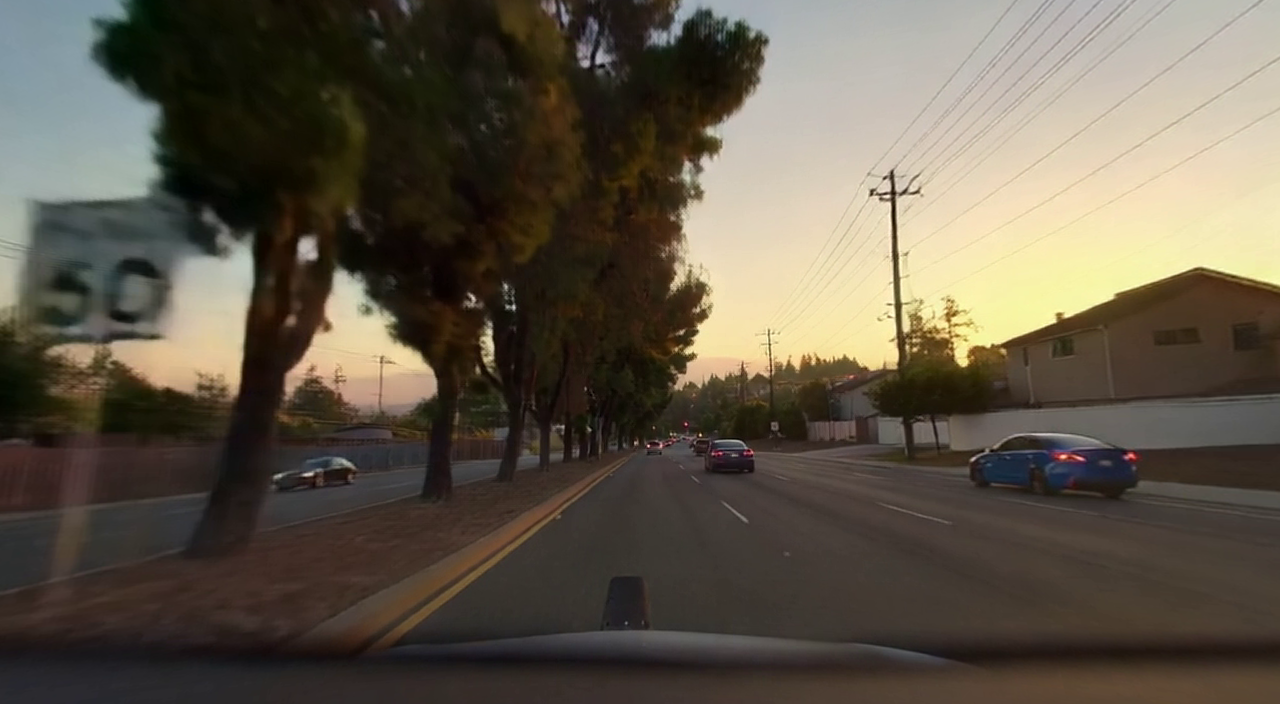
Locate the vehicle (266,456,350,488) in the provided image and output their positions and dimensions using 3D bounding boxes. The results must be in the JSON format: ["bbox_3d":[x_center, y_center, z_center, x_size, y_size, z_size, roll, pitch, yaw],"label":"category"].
[{"bbox_3d":[-17.444,6.282,33.383,1.952,1.468,4.487,0,-8,1],"label":"vehicle"}]

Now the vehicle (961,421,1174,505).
[{"bbox_3d":[9.884,2.611,15.159,1.978,1.700,4.461,0,-8,0],"label":"vehicle"}]

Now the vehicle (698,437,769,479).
[{"bbox_3d":[3.499,4.059,24.403,2.063,1.481,4.247,0,-8,0],"label":"vehicle"}]
